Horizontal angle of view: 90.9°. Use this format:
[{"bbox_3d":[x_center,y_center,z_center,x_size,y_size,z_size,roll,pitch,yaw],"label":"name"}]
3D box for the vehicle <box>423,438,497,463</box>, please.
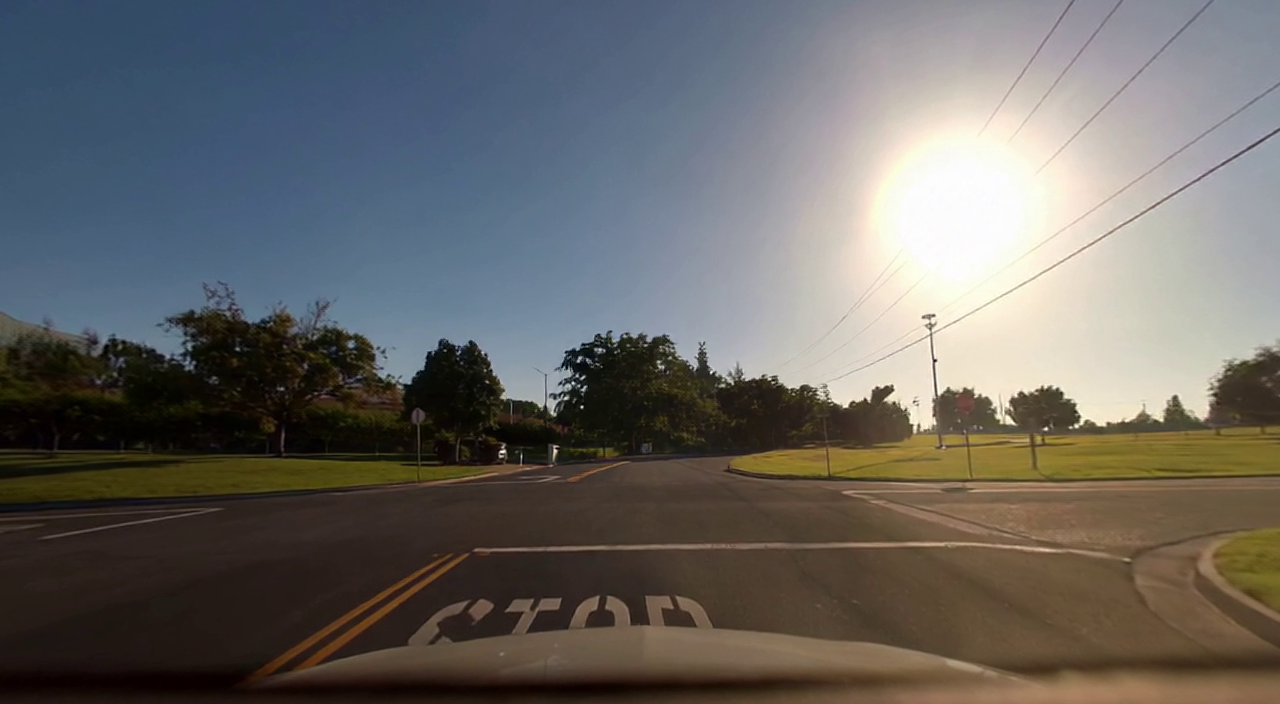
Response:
[{"bbox_3d":[-12.655,6.952,44.543,4.590,1.735,1.973,0,-9,3],"label":"vehicle"}]
